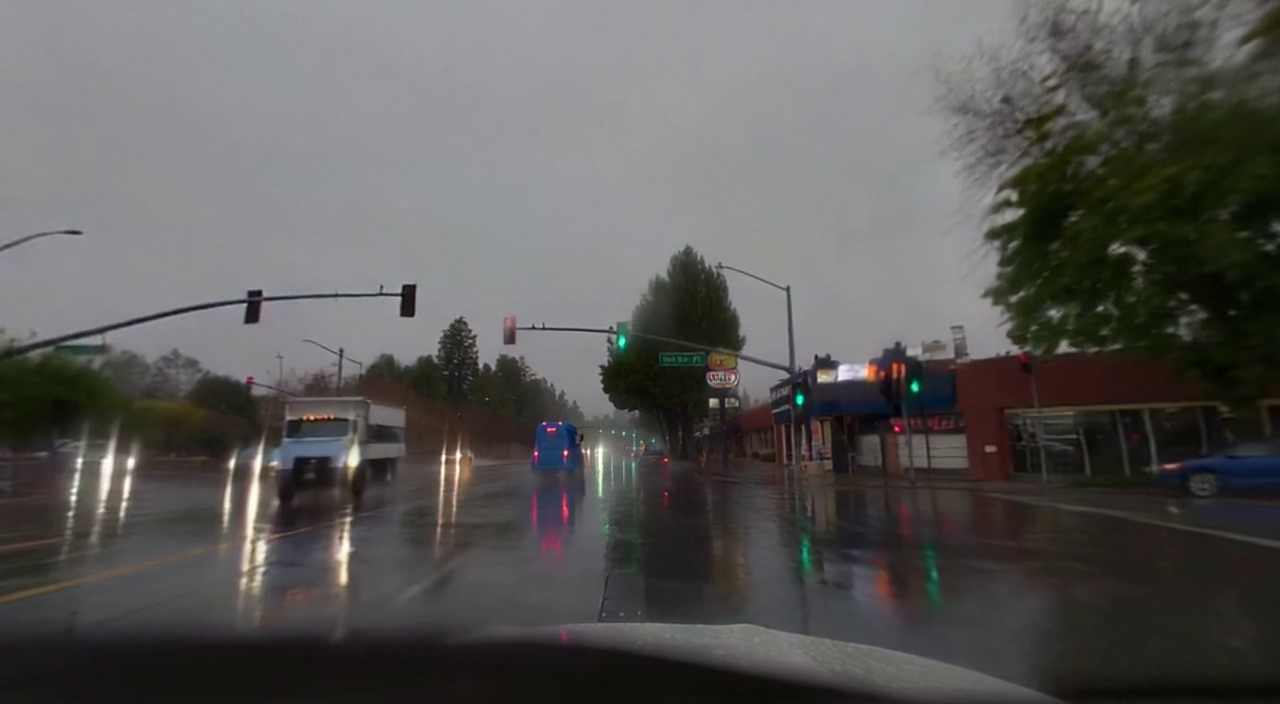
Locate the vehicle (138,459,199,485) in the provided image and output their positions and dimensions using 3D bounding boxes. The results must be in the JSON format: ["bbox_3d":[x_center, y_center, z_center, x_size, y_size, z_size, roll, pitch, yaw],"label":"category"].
[{"bbox_3d":[-30.235,7.642,40.466,4.125,1.460,1.967,-7,-11,37],"label":"vehicle"}]

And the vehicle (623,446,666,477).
[{"bbox_3d":[0.223,5.586,32.456,2.103,1.487,4.101,0,-9,0],"label":"vehicle"}]

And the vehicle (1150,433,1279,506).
[{"bbox_3d":[14.120,2.537,13.801,4.406,1.512,1.935,-6,-10,35],"label":"vehicle"}]

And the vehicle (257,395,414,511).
[{"bbox_3d":[-7.920,2.680,17.077,2.507,2.667,4.567,1,-9,-9],"label":"vehicle"}]

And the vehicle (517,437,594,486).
[{"bbox_3d":[-3.321,4.463,26.039,2.464,1.777,5.128,0,-9,0],"label":"vehicle"}]

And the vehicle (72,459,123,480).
[{"bbox_3d":[-42.153,9.082,49.058,4.332,1.453,1.932,-6,-10,35],"label":"vehicle"}]

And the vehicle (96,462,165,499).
[{"bbox_3d":[-23.925,5.938,29.596,1.915,1.480,4.432,8,-12,-44],"label":"vehicle"}]

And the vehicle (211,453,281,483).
[{"bbox_3d":[-26.012,7.558,41.623,5.425,1.787,2.191,-7,-11,39],"label":"vehicle"}]
